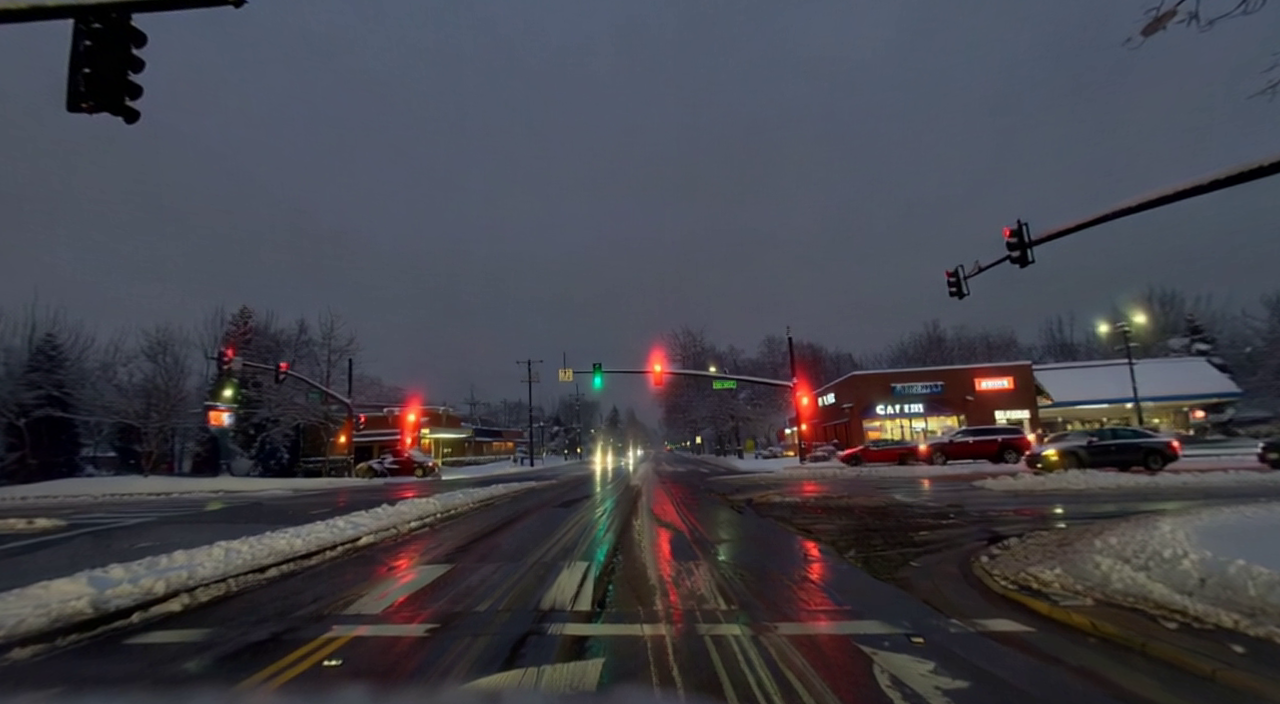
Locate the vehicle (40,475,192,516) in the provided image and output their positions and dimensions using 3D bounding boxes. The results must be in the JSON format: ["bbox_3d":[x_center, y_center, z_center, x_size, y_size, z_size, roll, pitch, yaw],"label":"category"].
[{"bbox_3d":[-21.141,5.794,25.609,4.676,1.463,1.909,-1,-8,6],"label":"vehicle"}]

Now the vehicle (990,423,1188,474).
[{"bbox_3d":[14.372,3.153,20.613,4.835,1.487,1.913,-4,-9,20],"label":"vehicle"}]

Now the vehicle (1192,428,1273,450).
[{"bbox_3d":[42.068,6.192,44.868,4.347,1.446,1.777,1,-9,-10],"label":"vehicle"}]

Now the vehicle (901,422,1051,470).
[{"bbox_3d":[13.028,3.726,24.926,4.916,1.730,1.986,-4,-9,21],"label":"vehicle"}]

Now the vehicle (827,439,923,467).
[{"bbox_3d":[12.921,5.542,34.726,4.728,1.468,2.083,-4,-9,25],"label":"vehicle"}]
